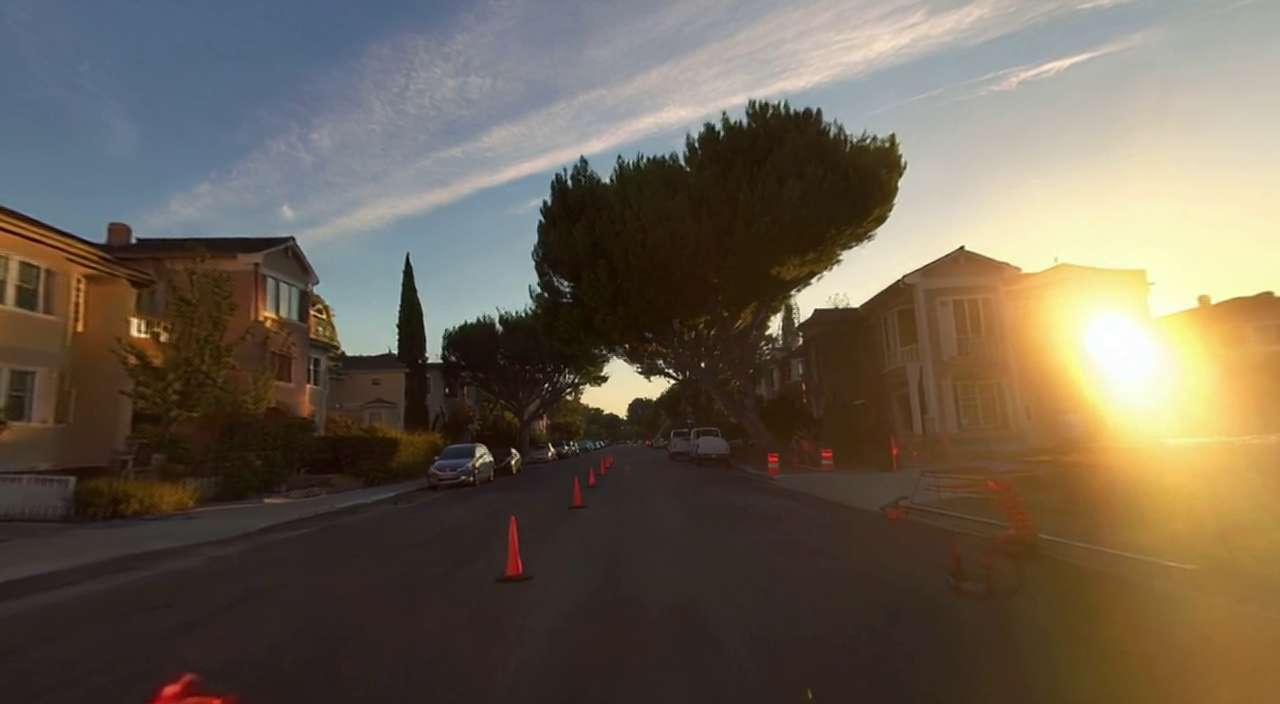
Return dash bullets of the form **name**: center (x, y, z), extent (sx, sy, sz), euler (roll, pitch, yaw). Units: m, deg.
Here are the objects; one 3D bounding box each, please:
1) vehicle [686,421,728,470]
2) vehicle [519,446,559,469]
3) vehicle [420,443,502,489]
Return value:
- **vehicle**: center (3.696, 5.230, 35.384), extent (2.082, 2.534, 3.248), euler (-2, -8, 3)
- **vehicle**: center (-6.977, 7.300, 43.971), extent (1.974, 1.479, 4.607), euler (0, -8, 0)
- **vehicle**: center (-6.855, 4.395, 24.644), extent (1.957, 1.608, 4.476), euler (0, -8, -1)
